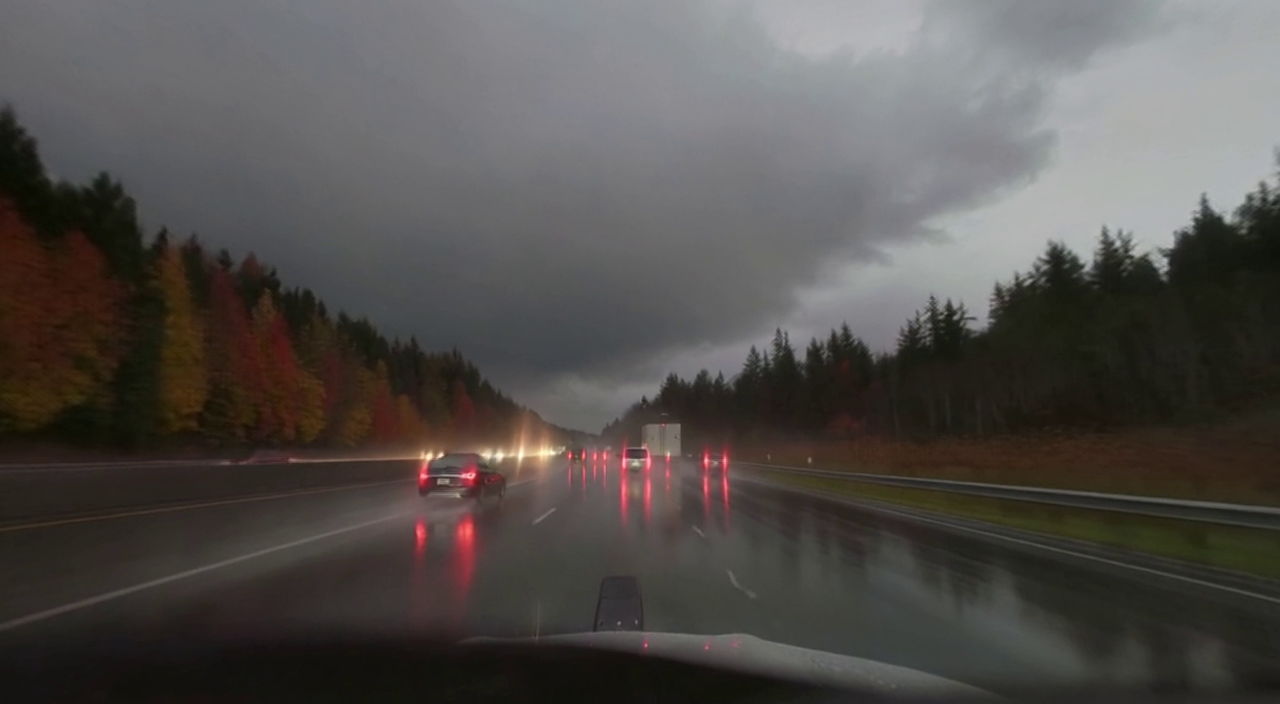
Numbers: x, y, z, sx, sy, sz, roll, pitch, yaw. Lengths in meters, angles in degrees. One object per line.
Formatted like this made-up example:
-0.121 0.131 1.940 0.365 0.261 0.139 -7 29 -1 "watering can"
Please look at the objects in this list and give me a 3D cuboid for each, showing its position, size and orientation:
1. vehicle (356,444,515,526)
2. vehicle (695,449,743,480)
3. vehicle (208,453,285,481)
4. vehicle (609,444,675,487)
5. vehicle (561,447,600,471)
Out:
-4.136 2.743 13.499 2.017 1.469 4.113 0 -9 0 "vehicle"
4.249 6.118 34.460 2.035 1.571 4.413 0 -9 -1 "vehicle"
-22.220 6.483 35.524 1.777 1.473 3.876 0 -9 1 "vehicle"
0.072 4.828 27.013 2.634 1.679 4.070 0 -9 0 "vehicle"
-4.377 7.996 46.959 2.545 1.679 4.267 0 -9 0 "vehicle"
